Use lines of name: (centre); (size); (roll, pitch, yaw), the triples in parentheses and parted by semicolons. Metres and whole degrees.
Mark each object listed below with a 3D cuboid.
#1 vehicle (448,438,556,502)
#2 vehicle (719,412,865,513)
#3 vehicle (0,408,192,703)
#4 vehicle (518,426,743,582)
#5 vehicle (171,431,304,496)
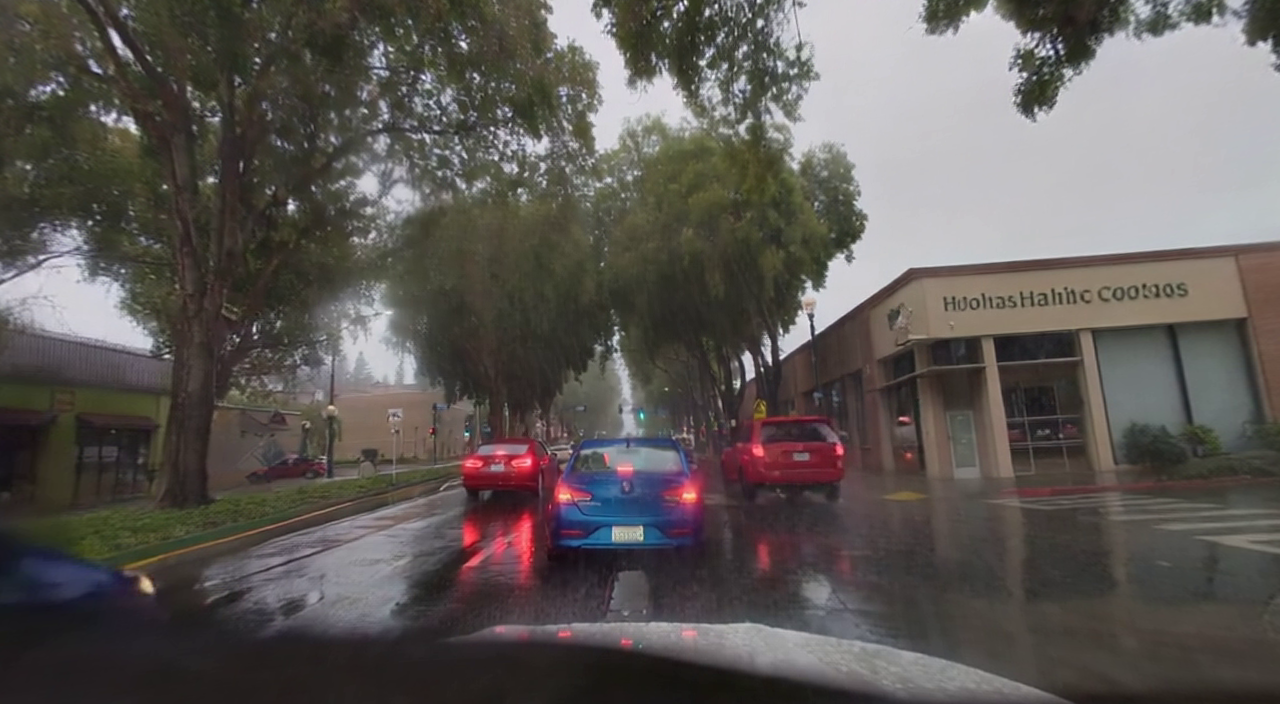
vehicle: (-3.476, 3.056, 16.725); (1.905, 1.473, 4.016); (0, -9, 1)
vehicle: (3.310, 2.524, 14.838); (2.152, 1.987, 4.527); (0, -9, -2)
vehicle: (-3.393, 0.750, 1.025); (2.029, 1.456, 4.414); (0, -9, 1)
vehicle: (-0.114, 1.769, 8.148); (2.160, 1.482, 4.037); (0, -9, -1)
vehicle: (-19.166, 5.321, 30.510); (2.286, 2.777, 5.926); (0, -9, 2)
